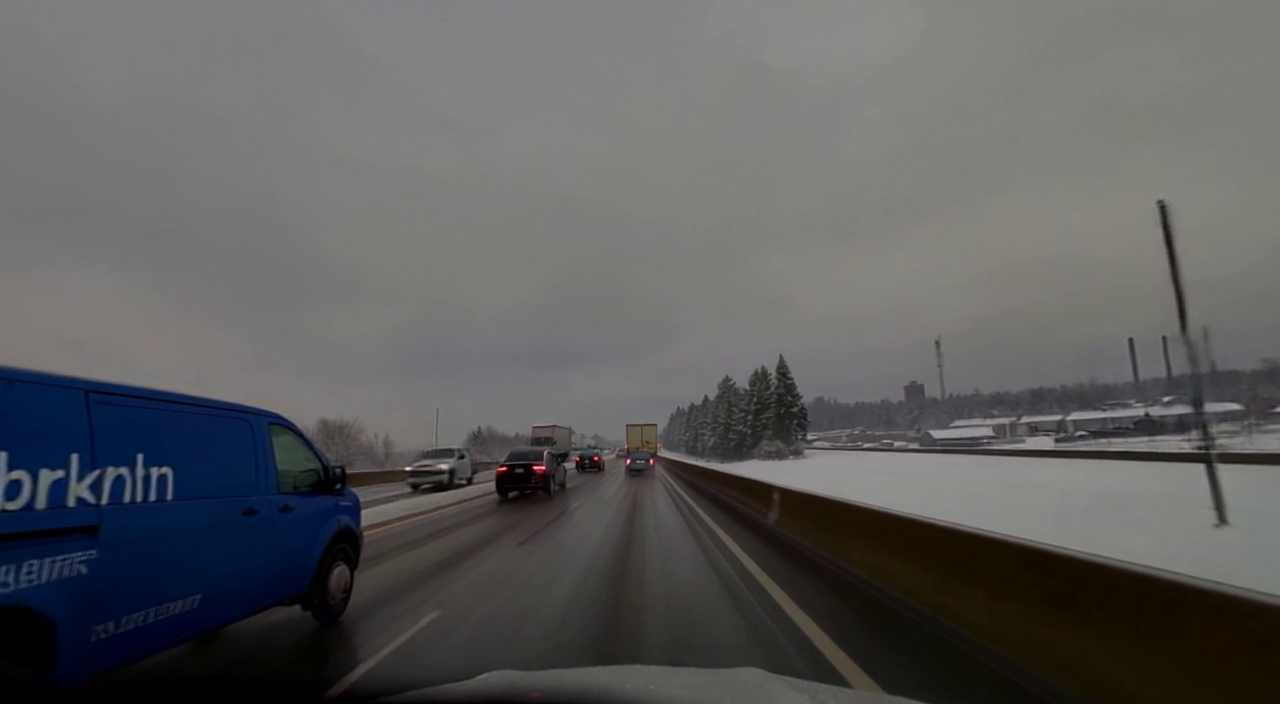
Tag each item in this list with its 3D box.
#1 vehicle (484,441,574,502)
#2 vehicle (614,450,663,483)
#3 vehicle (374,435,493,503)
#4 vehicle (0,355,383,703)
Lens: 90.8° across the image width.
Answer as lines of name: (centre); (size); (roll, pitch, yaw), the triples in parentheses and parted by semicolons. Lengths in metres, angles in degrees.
vehicle: (-3.190, 3.529, 19.038); (1.937, 1.600, 4.141); (0, -9, 0)
vehicle: (-0.100, 5.226, 29.041); (2.095, 1.393, 3.908); (0, -9, -1)
vehicle: (-6.584, 3.779, 20.888); (2.100, 1.928, 5.251); (0, -9, 0)
vehicle: (-3.265, 1.010, 3.078); (2.117, 1.688, 4.582); (0, -9, -1)
